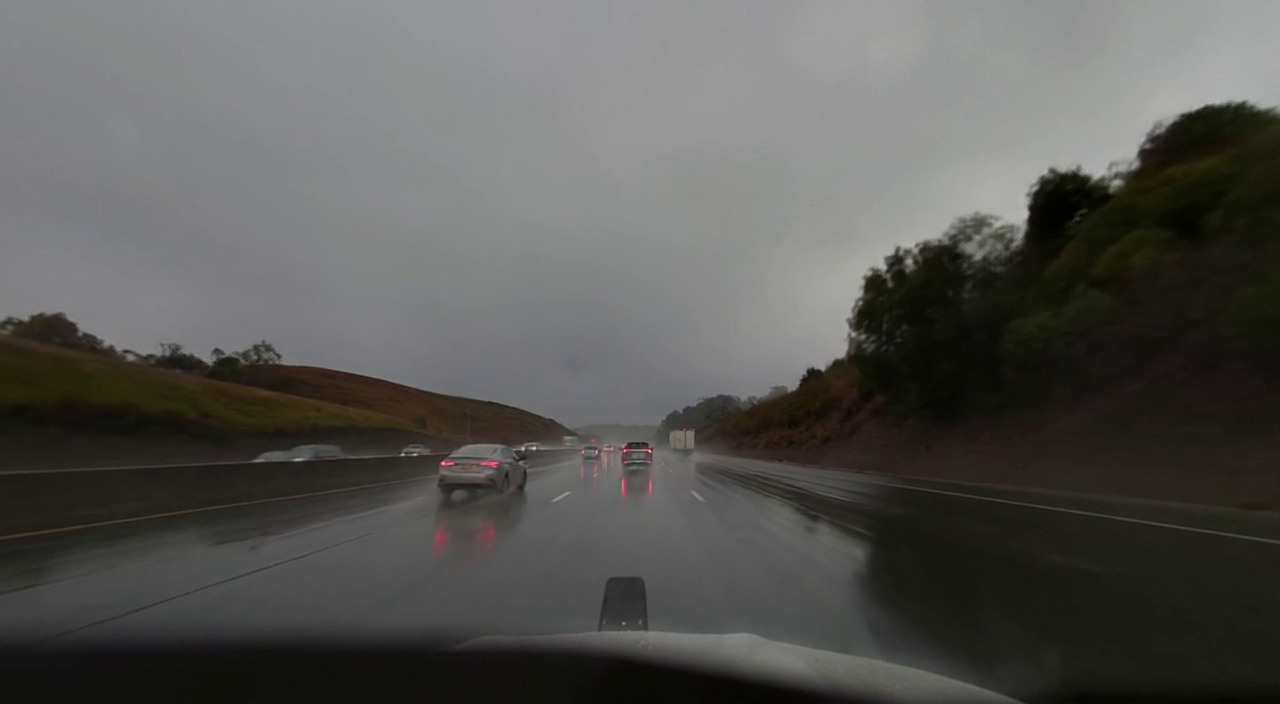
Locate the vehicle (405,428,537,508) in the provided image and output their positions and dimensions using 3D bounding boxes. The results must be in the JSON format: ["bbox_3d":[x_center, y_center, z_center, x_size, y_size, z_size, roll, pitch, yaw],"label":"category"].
[{"bbox_3d":[-3.969,2.796,15.644,2.076,1.690,4.113,0,-8,1],"label":"vehicle"}]

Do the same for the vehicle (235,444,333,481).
[{"bbox_3d":[-15.858,4.918,28.365,1.819,1.494,4.366,0,-8,1],"label":"vehicle"}]

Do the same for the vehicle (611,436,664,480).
[{"bbox_3d":[-0.083,4.503,27.028,2.086,1.685,4.206,0,-8,0],"label":"vehicle"}]
